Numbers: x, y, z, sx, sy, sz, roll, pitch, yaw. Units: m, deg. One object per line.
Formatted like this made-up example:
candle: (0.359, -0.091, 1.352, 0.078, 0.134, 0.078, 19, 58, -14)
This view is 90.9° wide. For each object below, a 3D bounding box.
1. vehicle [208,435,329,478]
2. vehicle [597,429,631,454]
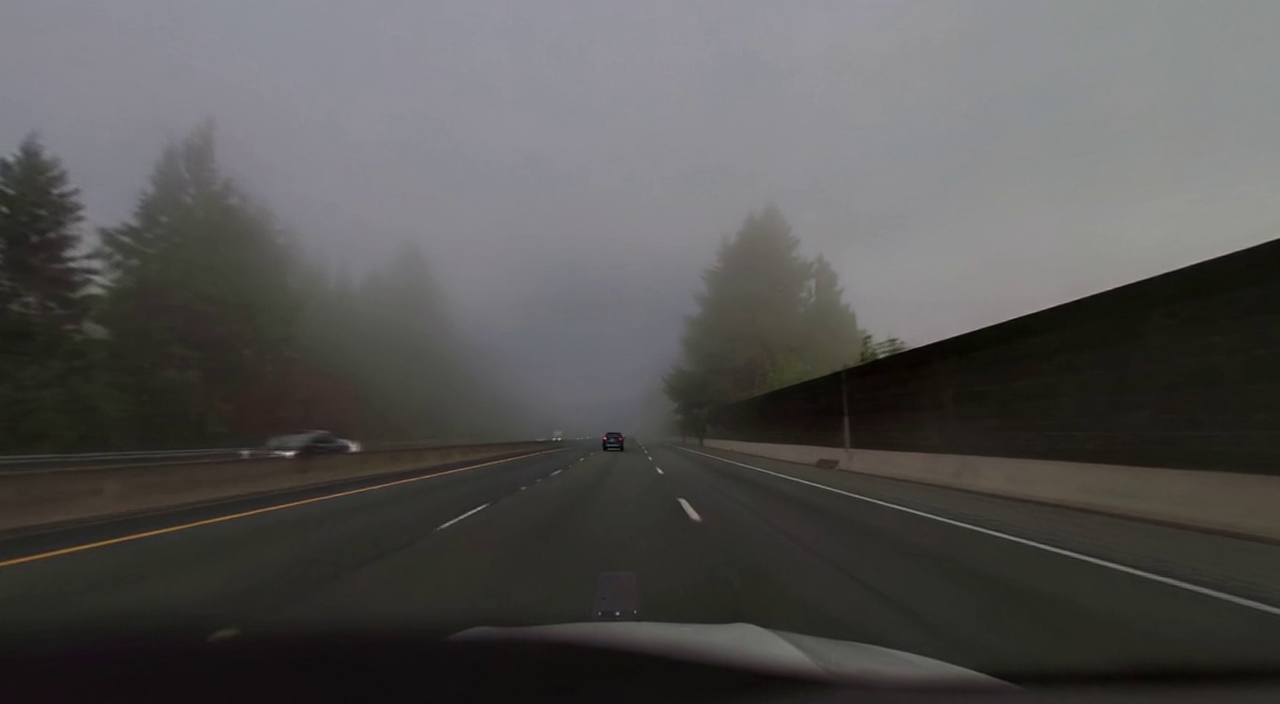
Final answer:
vehicle: (-14.022, 3.923, 24.167, 1.897, 1.491, 4.558, 0, -7, -1)
vehicle: (-1.877, 6.608, 46.507, 2.306, 1.730, 4.606, 0, -8, 0)
